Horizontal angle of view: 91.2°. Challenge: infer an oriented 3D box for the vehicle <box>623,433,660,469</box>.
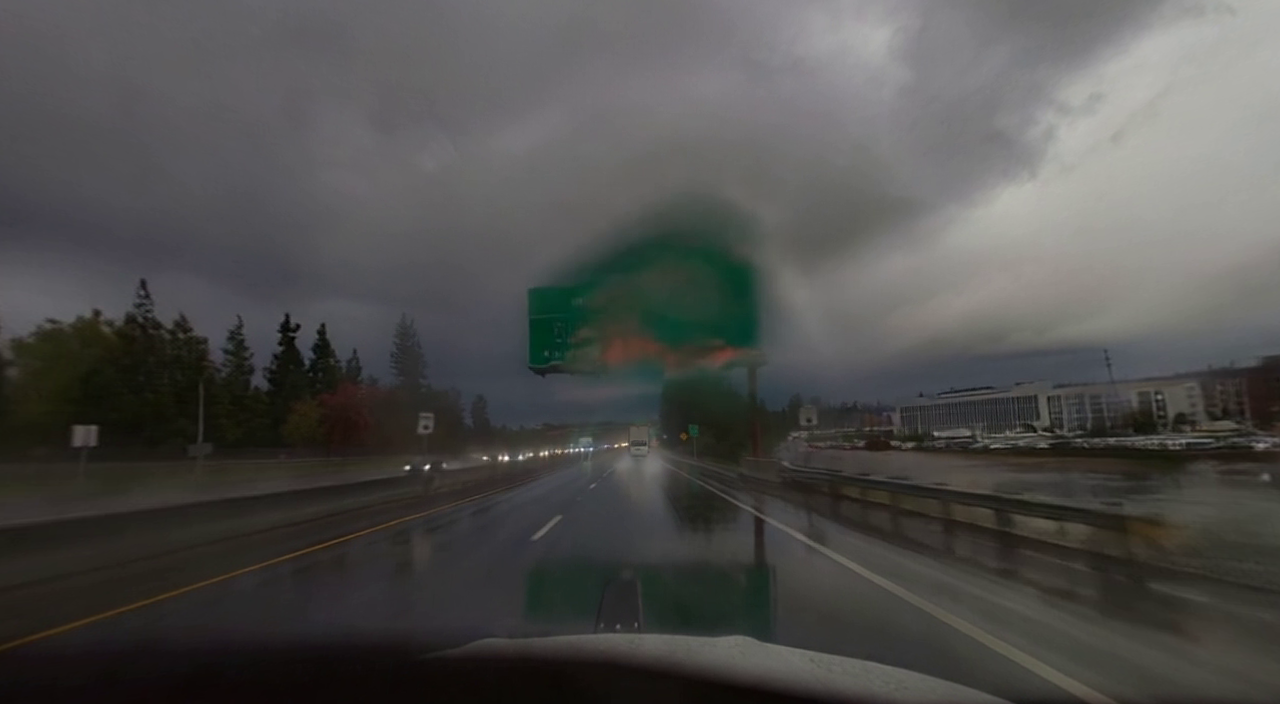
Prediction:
[{"bbox_3d":[0.138,6.458,40.943,2.268,2.122,4.595,-1,-9,1],"label":"vehicle"}]
